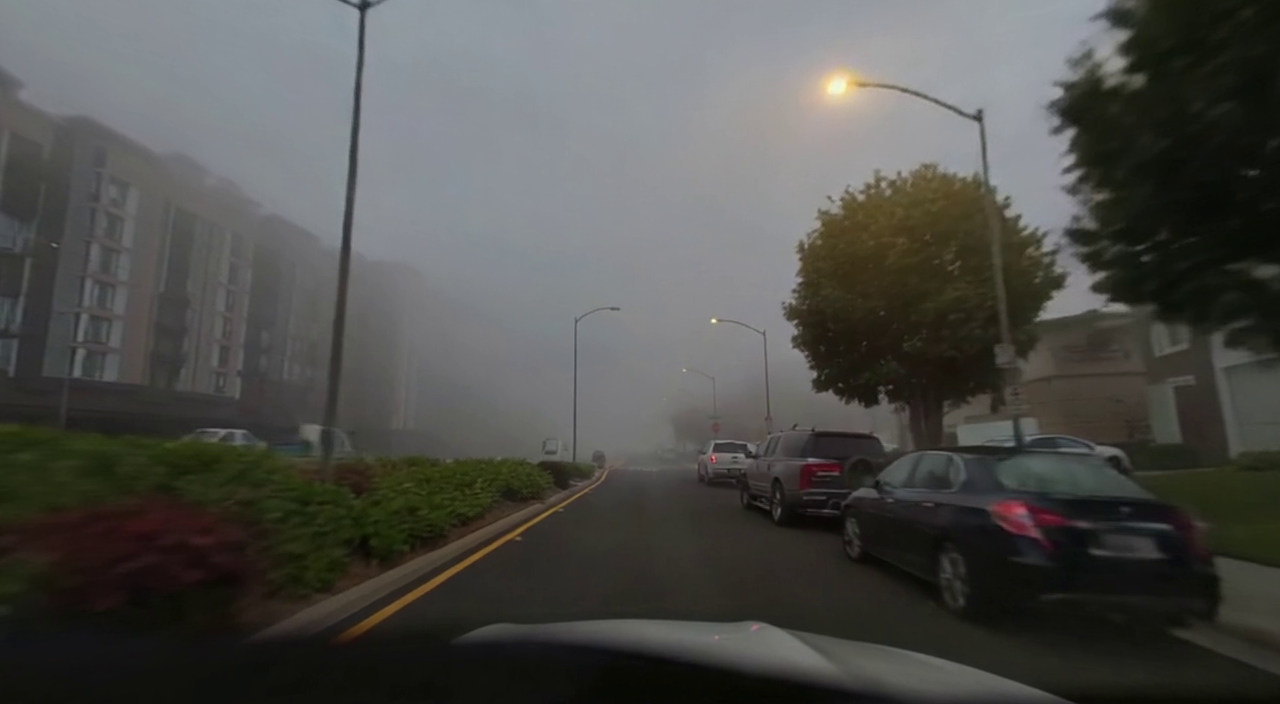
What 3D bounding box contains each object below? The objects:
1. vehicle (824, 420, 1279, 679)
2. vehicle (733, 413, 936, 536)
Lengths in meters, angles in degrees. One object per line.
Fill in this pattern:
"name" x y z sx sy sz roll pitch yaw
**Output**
"vehicle" 3.246 1.453 5.832 1.848 1.442 4.425 0 -9 2
"vehicle" 3.200 2.160 11.660 2.150 1.770 4.801 0 -9 -1
